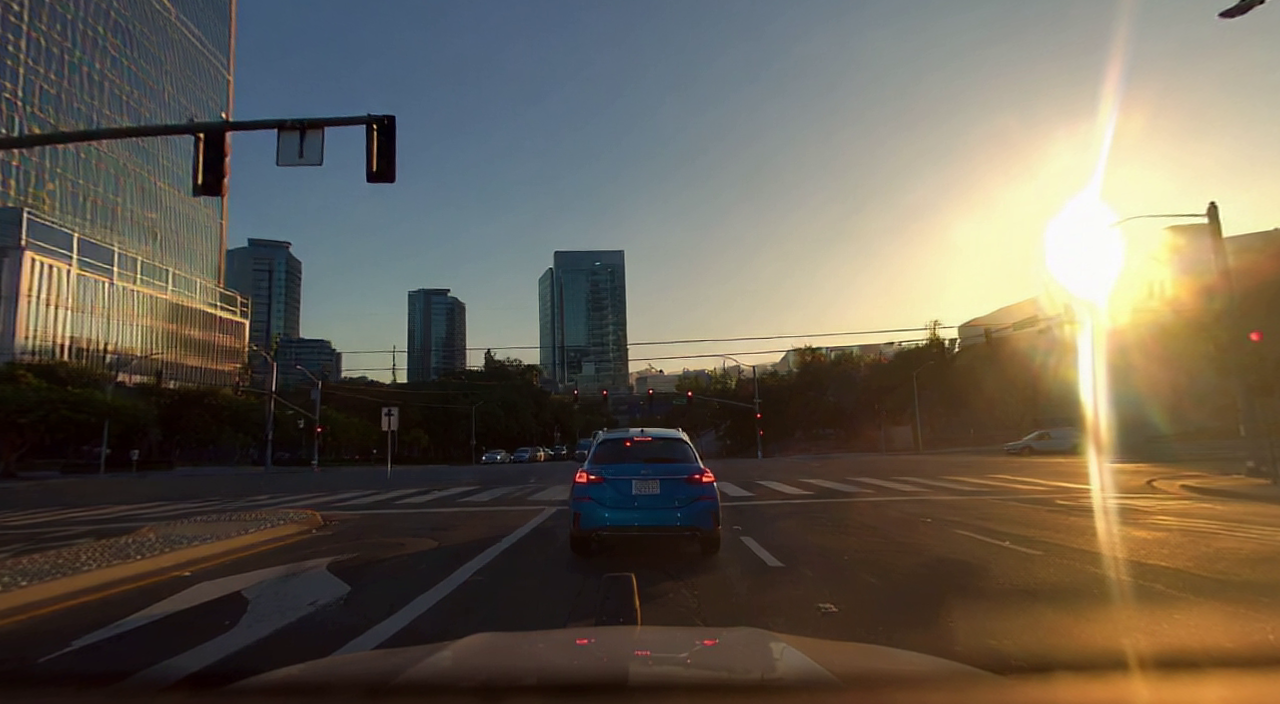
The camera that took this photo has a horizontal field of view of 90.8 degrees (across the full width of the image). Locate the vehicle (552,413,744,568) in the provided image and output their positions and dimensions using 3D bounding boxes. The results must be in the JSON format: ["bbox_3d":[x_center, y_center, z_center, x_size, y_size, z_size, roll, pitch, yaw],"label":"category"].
[{"bbox_3d":[0.046,1.755,8.711,2.027,1.626,3.942,0,-8,-1],"label":"vehicle"}]
